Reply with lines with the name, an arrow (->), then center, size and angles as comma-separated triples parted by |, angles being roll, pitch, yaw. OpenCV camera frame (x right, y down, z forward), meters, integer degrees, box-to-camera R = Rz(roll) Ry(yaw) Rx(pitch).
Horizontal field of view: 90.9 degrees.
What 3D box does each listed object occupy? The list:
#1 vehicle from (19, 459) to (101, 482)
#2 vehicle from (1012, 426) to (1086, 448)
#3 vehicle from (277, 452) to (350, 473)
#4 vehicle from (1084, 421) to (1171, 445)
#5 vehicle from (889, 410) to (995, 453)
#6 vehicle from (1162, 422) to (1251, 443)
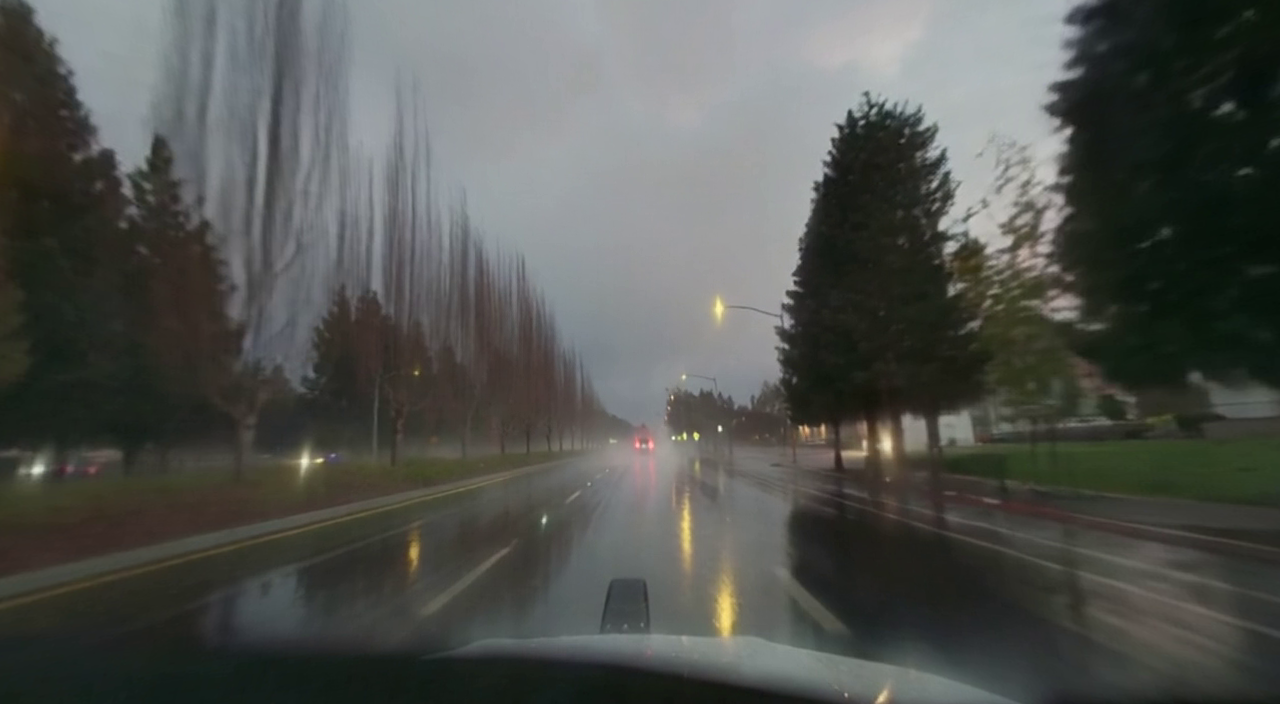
vehicle -> -38.688, 7.864, 42.061 | 4.135, 1.440, 1.754 | -2, -9, 11
vehicle -> 29.555, 6.147, 45.623 | 4.101, 1.518, 1.749 | 0, -8, -1
vehicle -> -25.372, 8.536, 49.033 | 2.004, 1.450, 4.543 | -8, -11, 42
vehicle -> 35.236, 5.877, 45.608 | 4.578, 1.488, 1.890 | -2, -9, 1
vehicle -> 21.945, 5.812, 46.063 | 6.374, 3.018, 2.476 | 0, -8, -1
vehicle -> 40.956, 5.830, 45.619 | 4.568, 1.459, 1.789 | 0, -8, 1
